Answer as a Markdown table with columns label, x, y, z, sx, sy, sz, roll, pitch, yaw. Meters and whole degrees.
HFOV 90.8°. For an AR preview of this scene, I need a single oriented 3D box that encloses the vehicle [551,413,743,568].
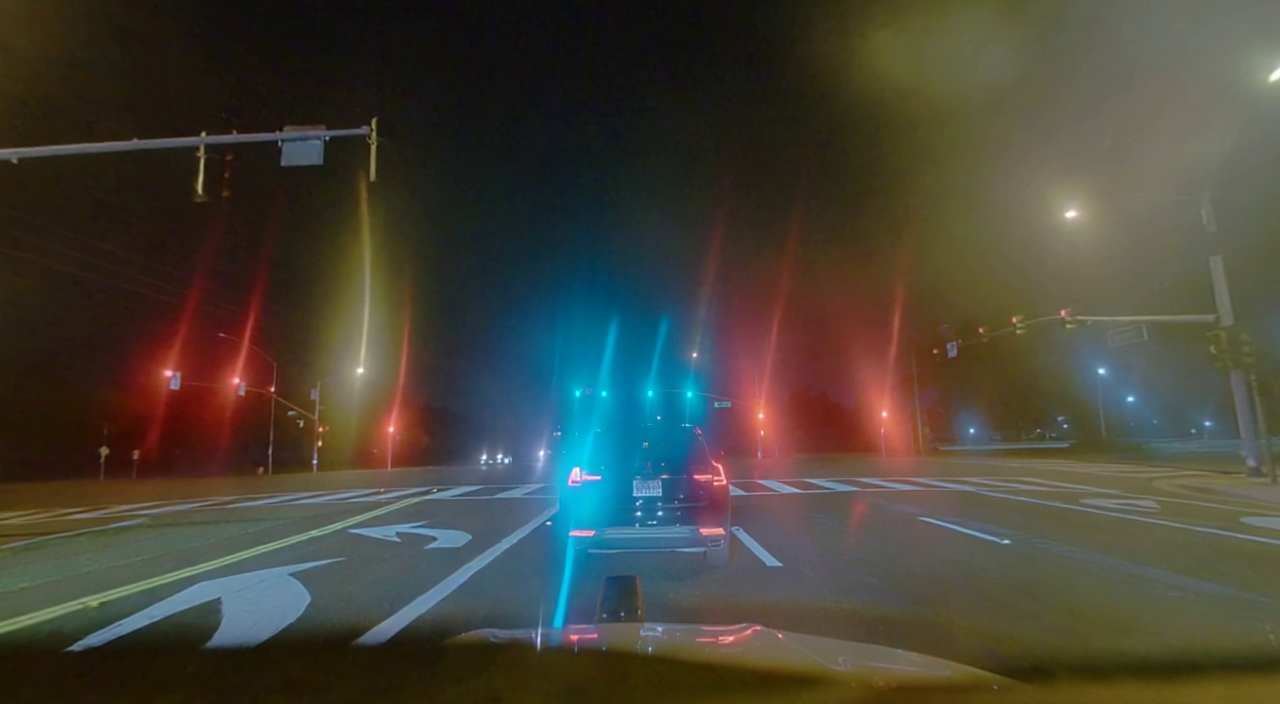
| label | x | y | z | sx | sy | sz | roll | pitch | yaw |
| --- | --- | --- | --- | --- | --- | --- | --- | --- | --- |
| vehicle | 0.035 | 1.755 | 8.714 | 2.027 | 1.626 | 3.942 | 0 | -8 | -1 |
